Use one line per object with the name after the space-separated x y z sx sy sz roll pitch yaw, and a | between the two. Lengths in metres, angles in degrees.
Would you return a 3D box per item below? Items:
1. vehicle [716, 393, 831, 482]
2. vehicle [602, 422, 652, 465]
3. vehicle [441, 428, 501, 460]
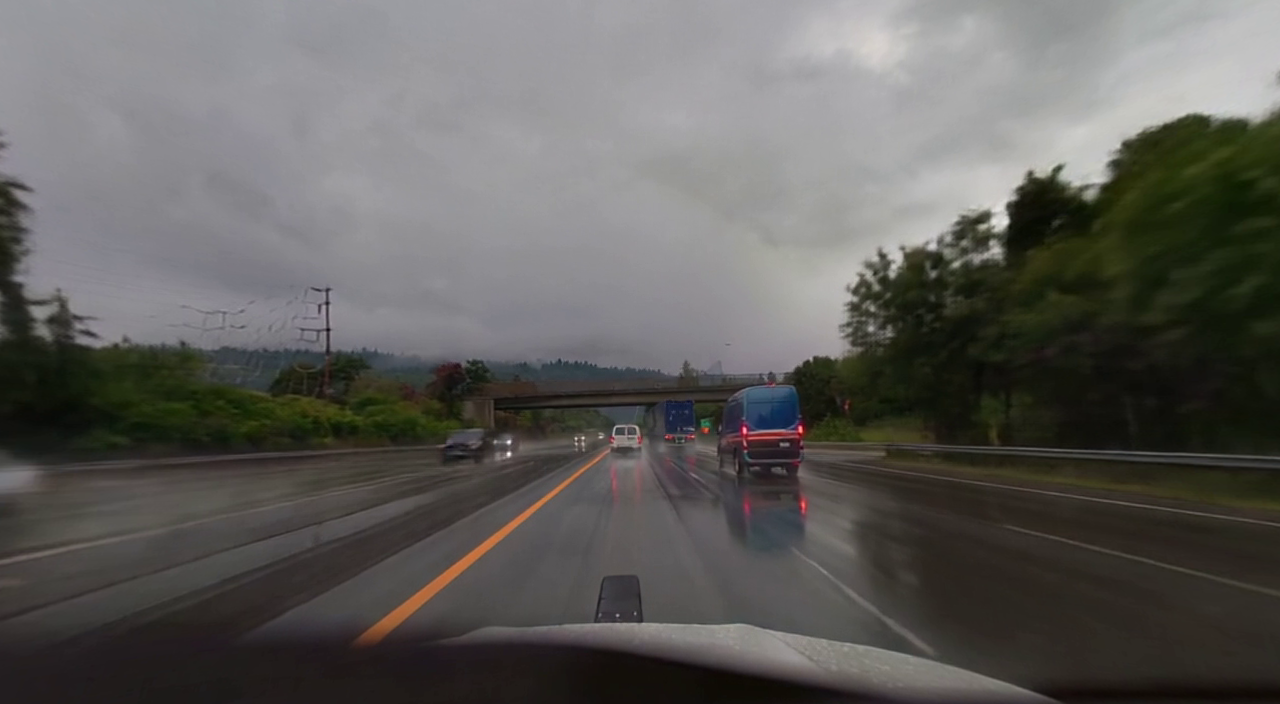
4.127 2.786 20.651 2.387 2.506 5.374 0 -8 -2 | vehicle
-0.592 4.030 27.982 2.073 1.750 4.116 0 -8 -1 | vehicle
-9.303 5.089 35.041 2.039 1.597 4.659 0 -8 0 | vehicle
